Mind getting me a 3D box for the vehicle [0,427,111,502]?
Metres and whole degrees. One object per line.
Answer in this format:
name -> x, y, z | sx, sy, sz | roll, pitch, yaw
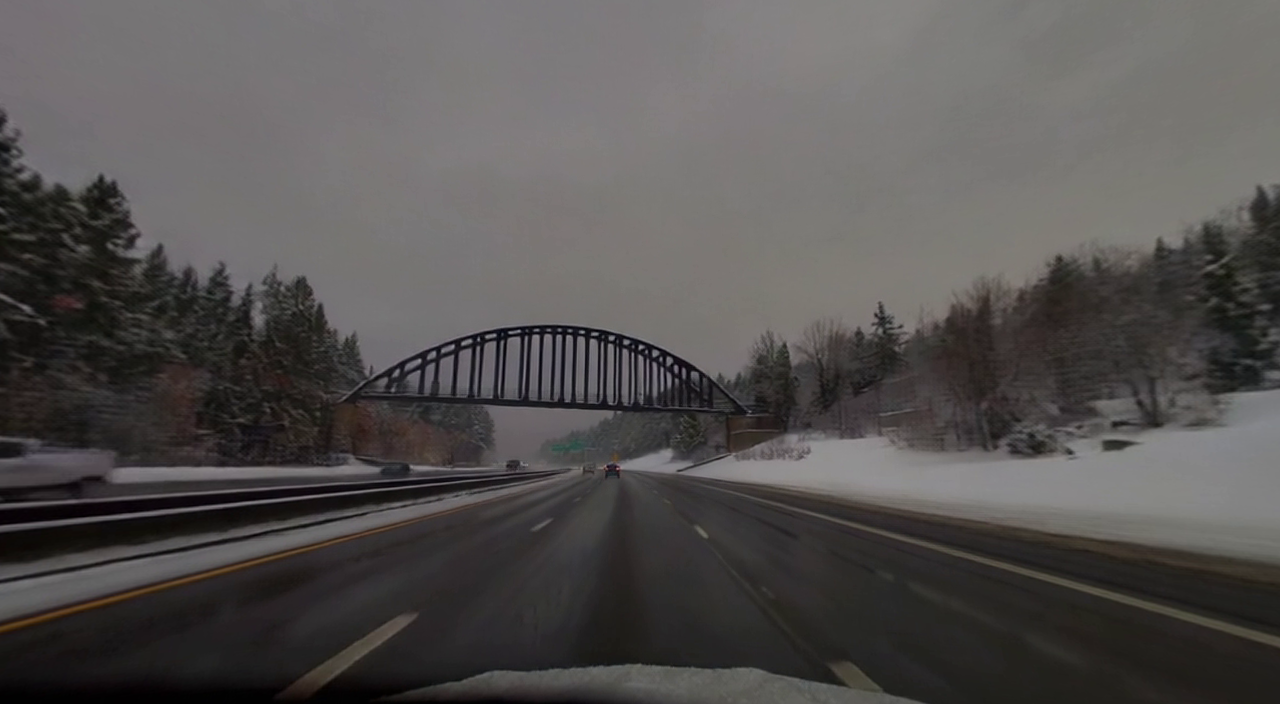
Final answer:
vehicle -> -16.386, 2.785, 15.597 | 2.078, 1.771, 5.233 | 1, -10, -1
